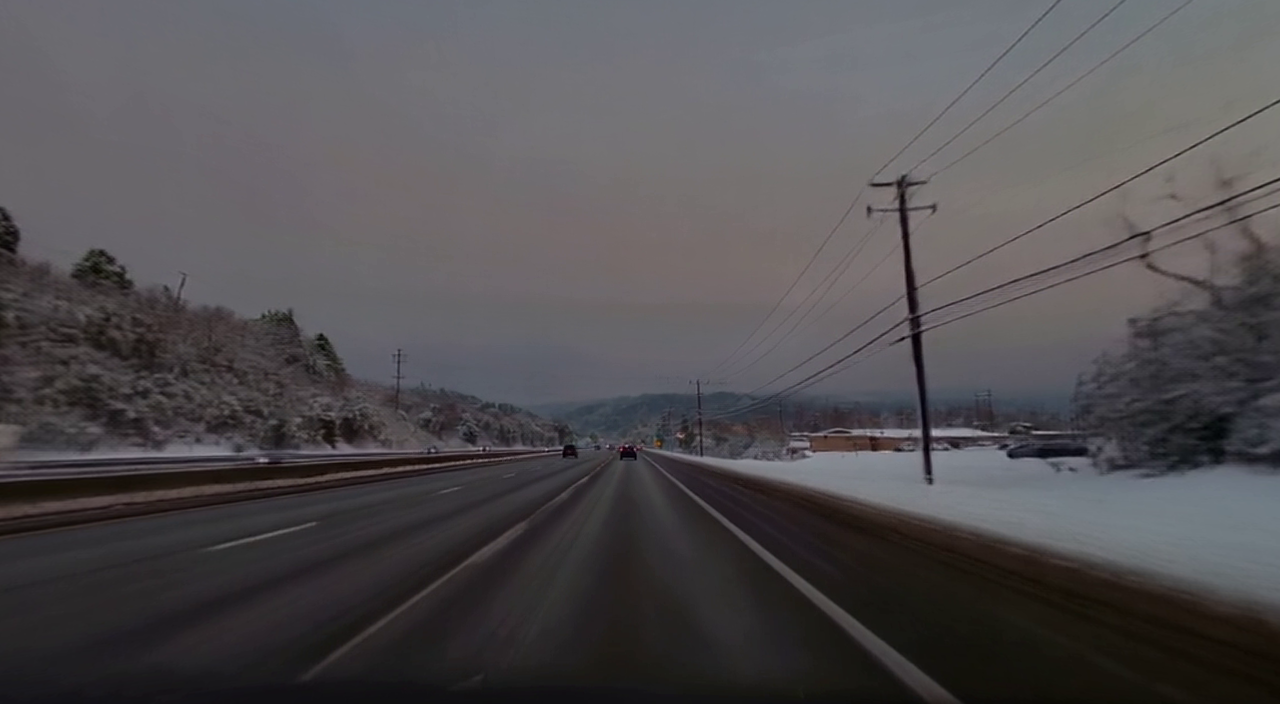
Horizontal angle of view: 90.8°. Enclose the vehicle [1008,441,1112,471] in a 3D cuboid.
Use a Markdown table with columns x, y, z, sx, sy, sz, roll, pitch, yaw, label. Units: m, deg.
| x | y | z | sx | sy | sz | roll | pitch | yaw | label |
| --- | --- | --- | --- | --- | --- | --- | --- | --- | --- |
| 26.972 | 6.667 | 41.472 | 2.662 | 1.574 | 14.296 | -5 | -9 | 21 | vehicle |
